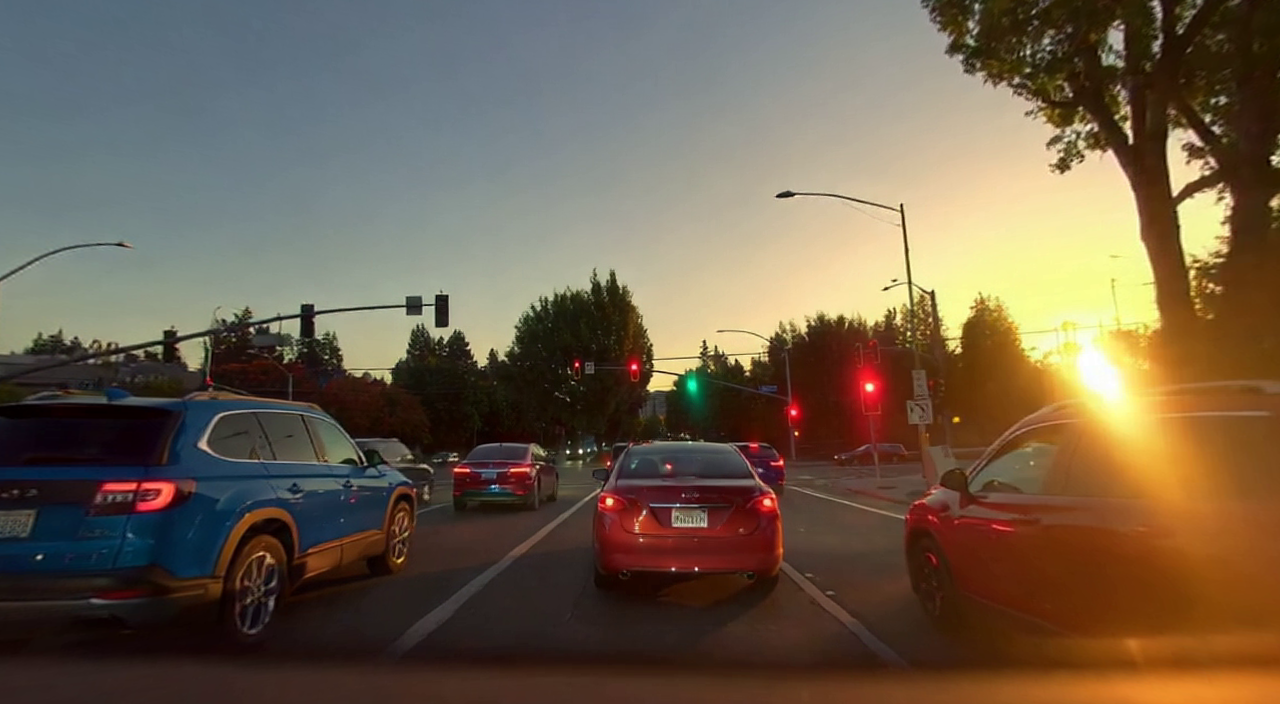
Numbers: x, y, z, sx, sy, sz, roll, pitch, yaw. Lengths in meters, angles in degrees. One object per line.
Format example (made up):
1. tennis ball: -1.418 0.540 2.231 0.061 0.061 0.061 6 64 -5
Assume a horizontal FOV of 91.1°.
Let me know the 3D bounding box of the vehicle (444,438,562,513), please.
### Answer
1. vehicle: -3.077 2.851 15.024 1.868 1.516 4.114 0 -8 1

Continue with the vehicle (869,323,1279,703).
1. vehicle: 3.072 1.001 3.522 1.880 1.747 4.500 0 -8 0

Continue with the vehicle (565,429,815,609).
1. vehicle: 0.398 1.673 7.206 2.051 1.460 3.932 0 -8 0

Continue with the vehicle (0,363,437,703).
1. vehicle: -3.447 1.252 5.419 1.889 1.767 4.289 0 -8 1
